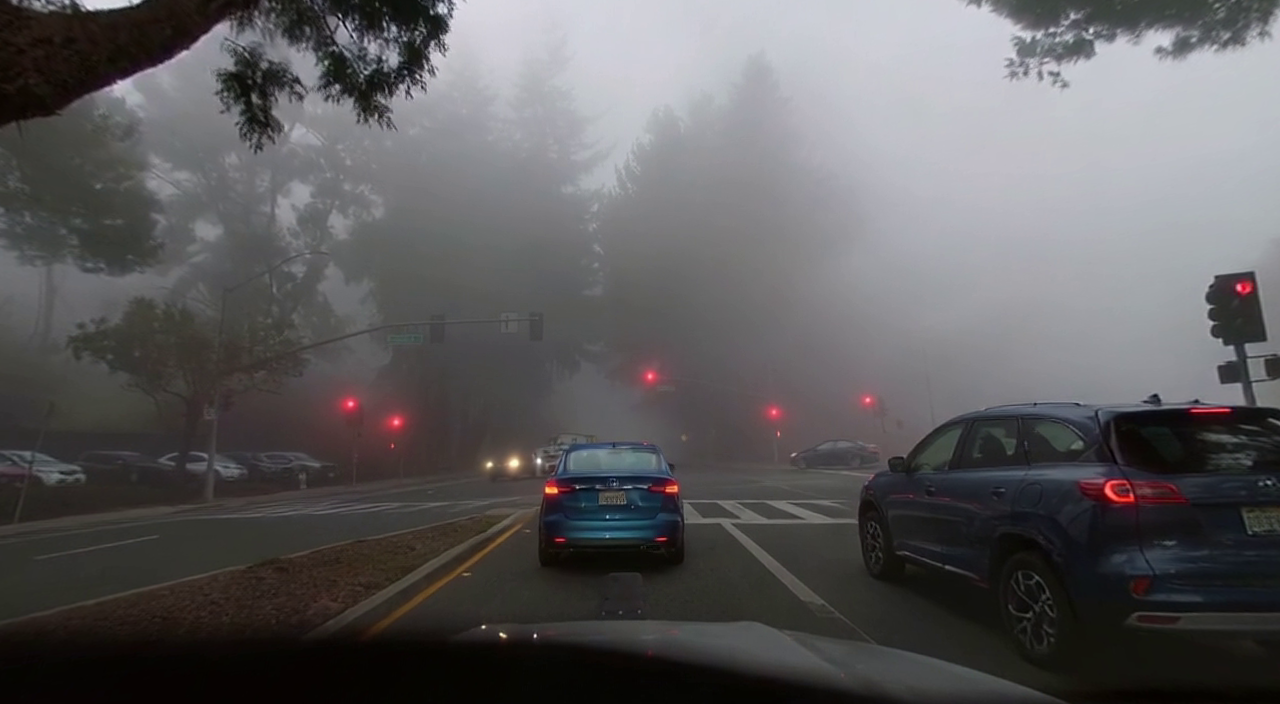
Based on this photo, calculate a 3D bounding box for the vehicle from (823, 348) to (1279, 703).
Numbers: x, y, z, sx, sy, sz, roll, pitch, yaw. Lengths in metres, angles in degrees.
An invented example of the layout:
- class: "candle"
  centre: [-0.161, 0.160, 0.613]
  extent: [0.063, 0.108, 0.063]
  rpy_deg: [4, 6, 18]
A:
- class: "vehicle"
  centre: [3.188, 1.179, 5.175]
  extent: [2.046, 1.768, 4.370]
  rpy_deg: [0, -9, 0]

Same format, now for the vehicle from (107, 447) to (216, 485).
- class: "vehicle"
  centre: [-28.609, 6.824, 38.031]
  extent: [4.943, 2.110, 2.217]
  rpy_deg: [5, -10, -32]

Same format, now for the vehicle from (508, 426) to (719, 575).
- class: "vehicle"
  centre: [-0.331, 1.893, 8.952]
  extent: [2.177, 1.512, 4.682]
  rpy_deg: [0, -9, -1]

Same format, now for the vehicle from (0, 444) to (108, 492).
- class: "vehicle"
  centre: [-28.494, 5.365, 29.488]
  extent: [5.119, 2.119, 2.199]
  rpy_deg: [5, -10, -31]
